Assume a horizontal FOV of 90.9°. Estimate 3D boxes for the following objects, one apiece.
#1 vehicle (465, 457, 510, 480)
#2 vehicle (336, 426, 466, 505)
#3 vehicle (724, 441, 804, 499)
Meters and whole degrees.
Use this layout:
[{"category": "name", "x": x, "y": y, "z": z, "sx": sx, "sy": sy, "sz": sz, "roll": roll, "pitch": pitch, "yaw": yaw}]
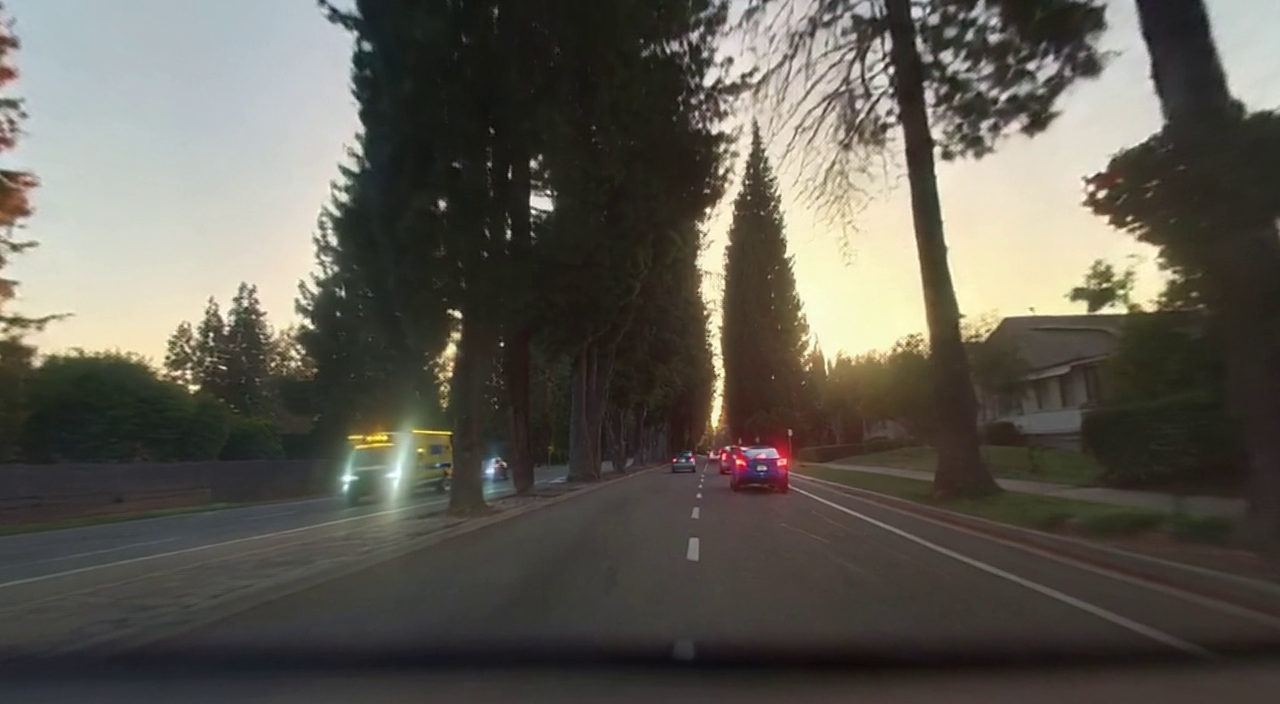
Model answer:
[{"category": "vehicle", "x": -11.254, "y": 8.657, "z": 46.865, "sx": 1.874, "sy": 1.521, "sz": 4.244, "roll": -1, "pitch": -8, "yaw": 6}, {"category": "vehicle", "x": -9.905, "y": 4.729, "z": 26.851, "sx": 2.661, "sy": 2.737, "sz": 6.092, "roll": -6, "pitch": -9, "yaw": 6}, {"category": "vehicle", "x": 3.816, "y": 3.684, "z": 20.158, "sx": 2.052, "sy": 1.639, "sz": 4.123, "roll": -1, "pitch": -8, "yaw": 5}]
